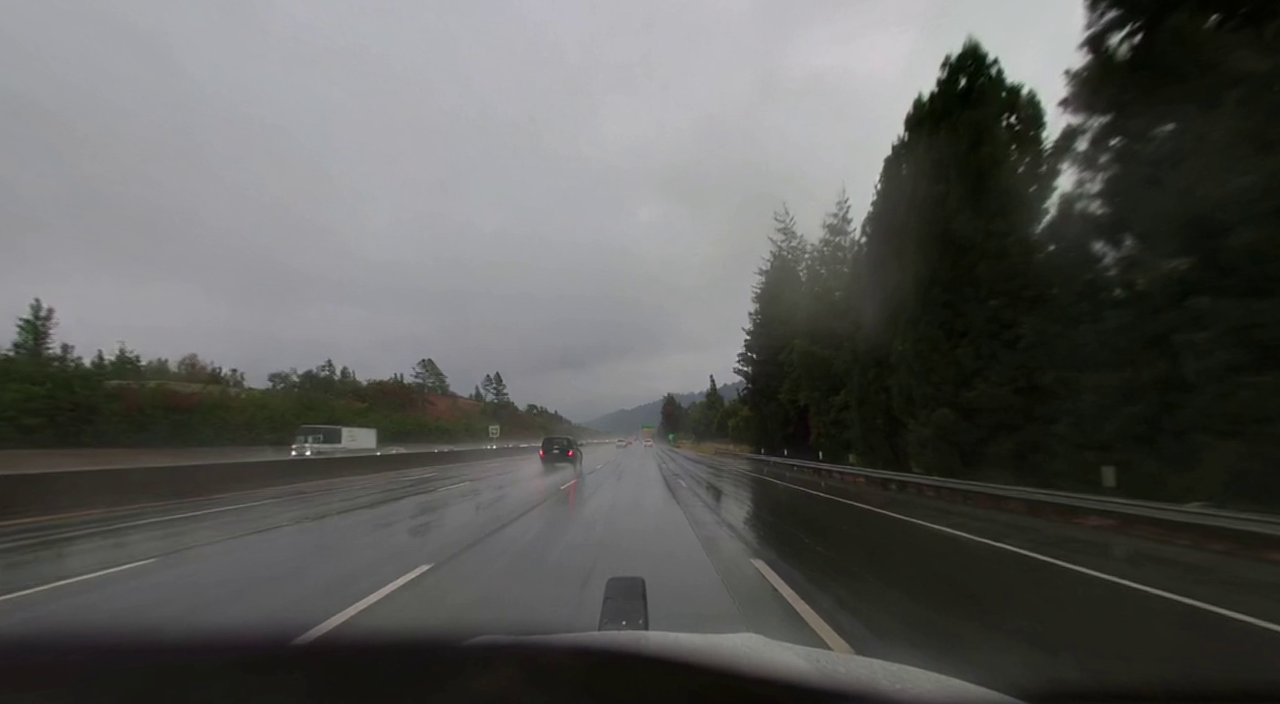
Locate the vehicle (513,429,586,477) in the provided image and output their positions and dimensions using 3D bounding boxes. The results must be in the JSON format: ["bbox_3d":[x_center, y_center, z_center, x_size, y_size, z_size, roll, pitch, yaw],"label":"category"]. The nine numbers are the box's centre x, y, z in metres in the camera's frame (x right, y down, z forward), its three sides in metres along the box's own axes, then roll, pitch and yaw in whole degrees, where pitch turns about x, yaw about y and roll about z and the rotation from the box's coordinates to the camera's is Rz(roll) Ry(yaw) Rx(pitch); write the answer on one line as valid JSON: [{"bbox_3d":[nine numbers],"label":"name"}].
[{"bbox_3d":[-3.669,4.221,26.478,2.283,1.802,4.810,0,-8,1],"label":"vehicle"}]
